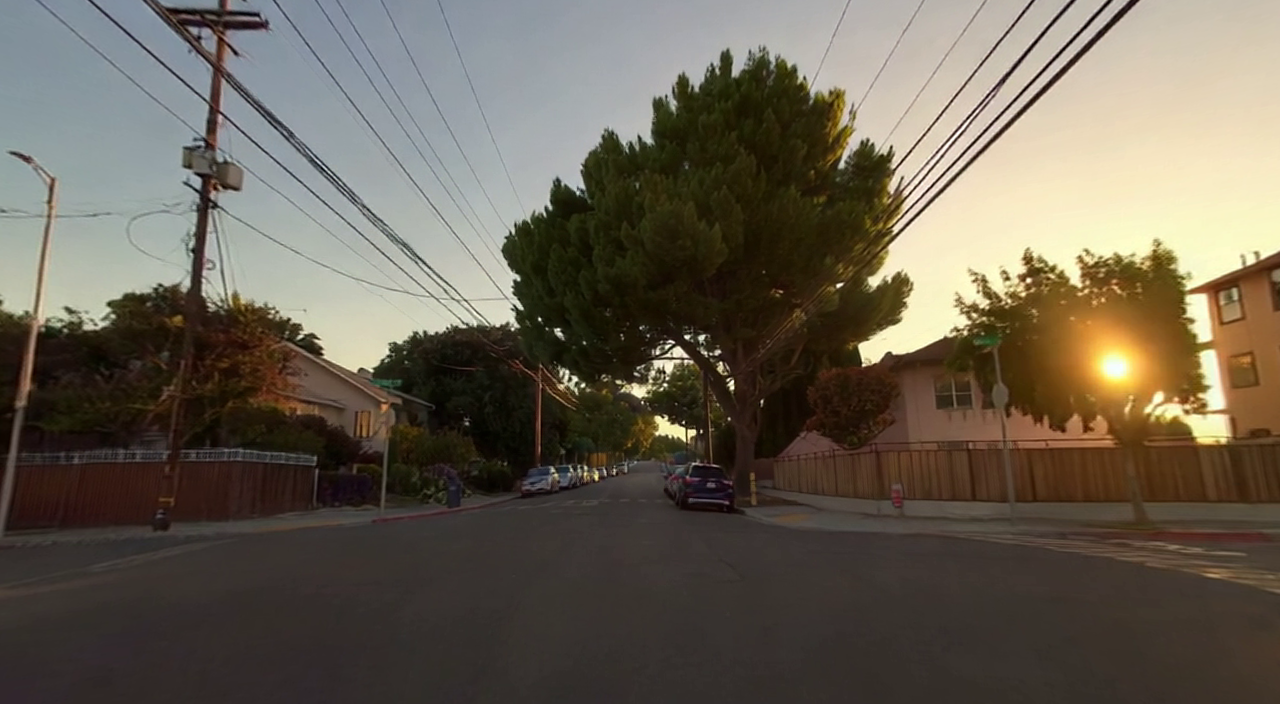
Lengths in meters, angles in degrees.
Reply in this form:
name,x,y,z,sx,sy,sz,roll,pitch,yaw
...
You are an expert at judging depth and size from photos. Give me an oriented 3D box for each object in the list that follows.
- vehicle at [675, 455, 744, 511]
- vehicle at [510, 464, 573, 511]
name,x,y,z,sx,sy,sz,roll,pitch,yaw
vehicle,2.606,5.031,24.754,2.051,1.874,4.459,1,-8,-2
vehicle,-4.283,5.964,28.267,2.189,1.771,4.571,0,-8,-2
